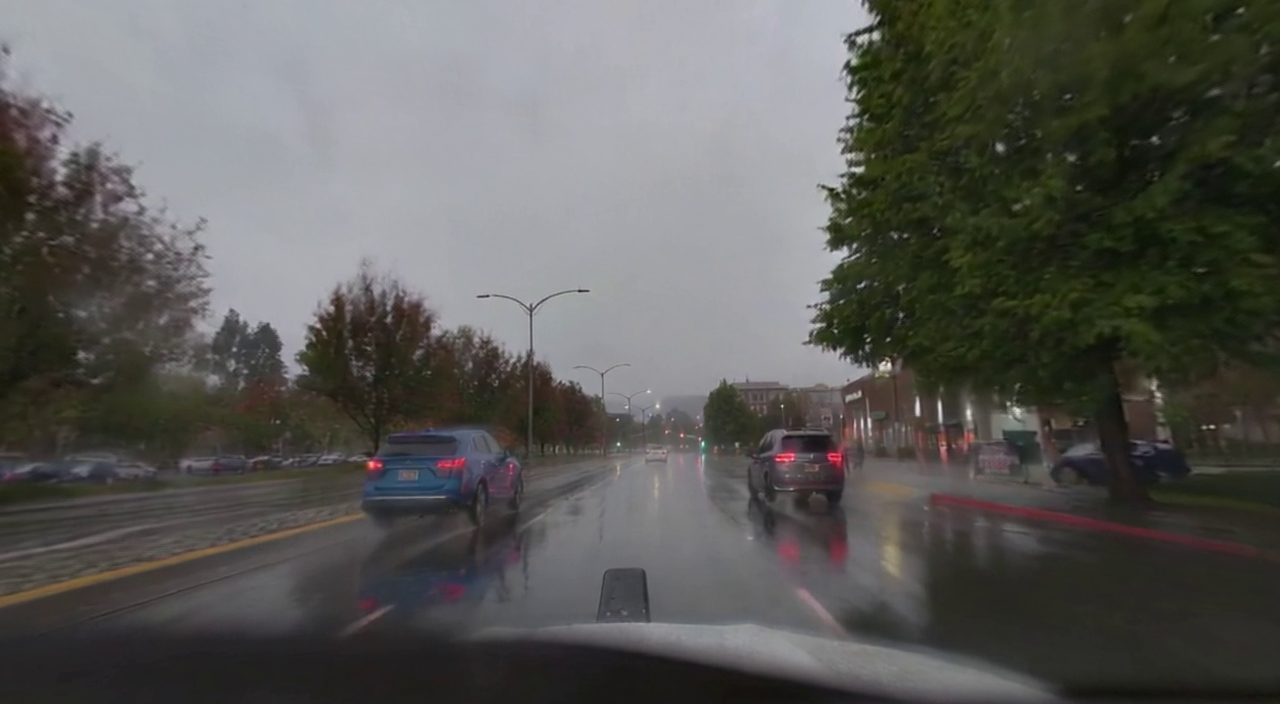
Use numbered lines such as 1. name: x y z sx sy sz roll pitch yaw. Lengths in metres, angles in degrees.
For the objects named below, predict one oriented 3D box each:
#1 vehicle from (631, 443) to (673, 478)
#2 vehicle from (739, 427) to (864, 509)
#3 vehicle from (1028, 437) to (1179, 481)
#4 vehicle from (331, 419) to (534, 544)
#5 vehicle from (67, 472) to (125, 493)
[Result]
1. vehicle: 0.671 5.619 32.969 2.067 1.702 3.987 0 -9 2
2. vehicle: 3.903 2.887 16.125 2.083 1.779 4.347 0 -9 1
3. vehicle: 18.527 4.291 25.492 4.601 1.603 1.852 -5 -10 28
4. vehicle: -3.441 2.244 11.557 2.047 1.810 4.414 0 -9 2
5. vehicle: -37.912 9.061 43.866 3.811 1.272 1.760 -5 -10 30
